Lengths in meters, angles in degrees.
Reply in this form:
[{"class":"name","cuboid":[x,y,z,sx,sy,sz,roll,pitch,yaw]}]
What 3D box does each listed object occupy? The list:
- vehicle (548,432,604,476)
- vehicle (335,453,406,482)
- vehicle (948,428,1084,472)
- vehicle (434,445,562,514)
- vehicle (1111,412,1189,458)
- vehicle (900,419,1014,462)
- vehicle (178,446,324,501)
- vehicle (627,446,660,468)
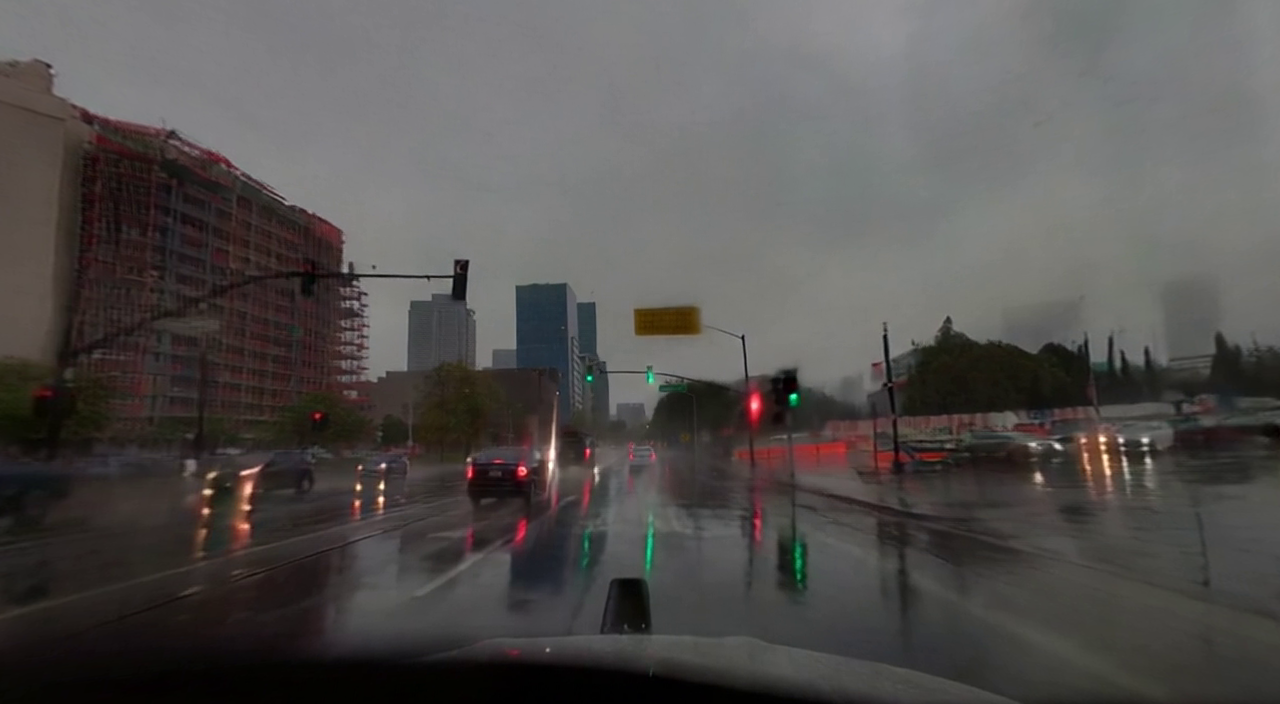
[{"class":"vehicle","cuboid":[-3.129,5.134,31.999,2.240,2.054,4.662,0,-9,2]},{"class":"vehicle","cuboid":[-14.890,6.372,35.067,1.879,1.450,4.279,-1,-9,3]},{"class":"vehicle","cuboid":[13.399,3.454,22.504,4.061,1.465,1.803,2,-8,-17]},{"class":"vehicle","cuboid":[-3.233,2.989,15.393,1.959,1.406,4.527,0,-9,2]},{"class":"vehicle","cuboid":[23.626,3.883,29.117,2.304,1.936,5.023,-8,-12,42]},{"class":"vehicle","cuboid":[12.143,3.411,24.219,3.500,1.563,1.871,2,-9,-19]},{"class":"vehicle","cuboid":[-11.818,3.668,19.500,1.898,1.498,3.913,0,-9,2]},{"class":"vehicle","cuboid":[0.269,7.282,44.011,2.171,1.422,4.146,0,-9,1]}]
